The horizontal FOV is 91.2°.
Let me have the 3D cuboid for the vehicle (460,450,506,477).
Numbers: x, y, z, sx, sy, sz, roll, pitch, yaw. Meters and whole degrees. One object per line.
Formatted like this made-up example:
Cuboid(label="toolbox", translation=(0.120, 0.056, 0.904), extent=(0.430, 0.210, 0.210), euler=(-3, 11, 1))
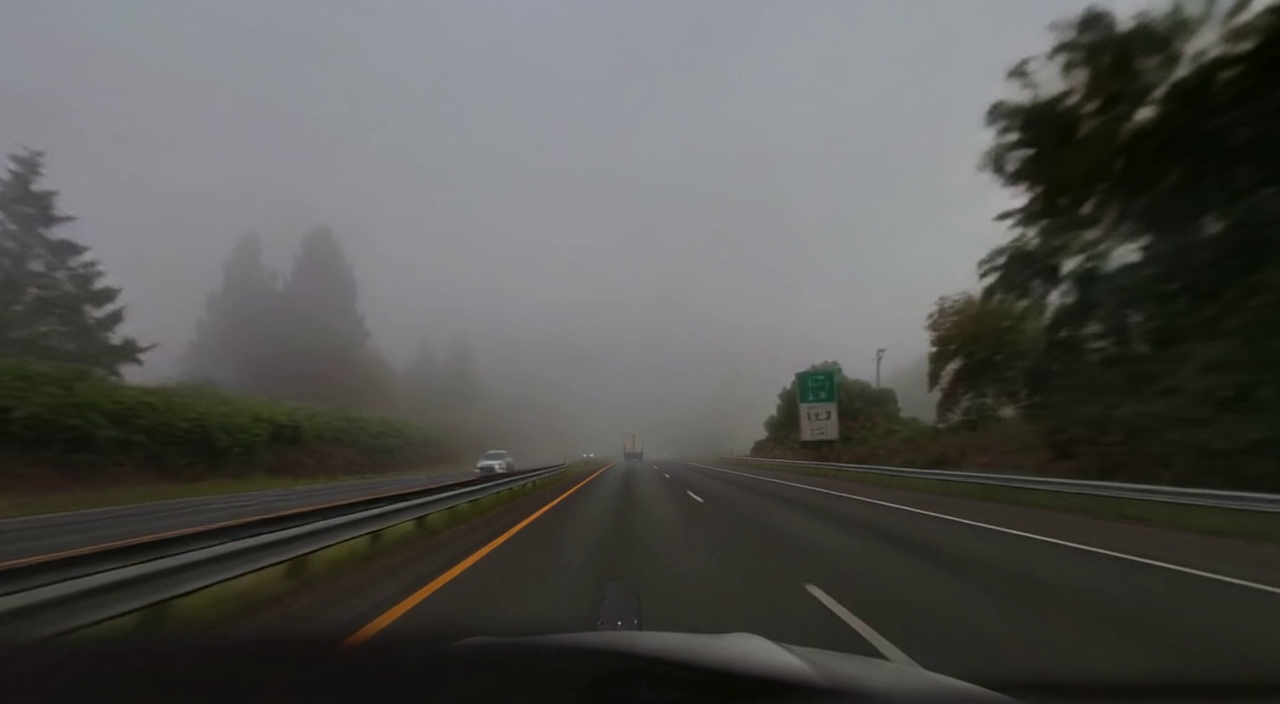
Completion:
Cuboid(label="vehicle", translation=(-9.684, 6.886, 38.935), extent=(1.832, 1.511, 3.979), euler=(0, -9, 0))
